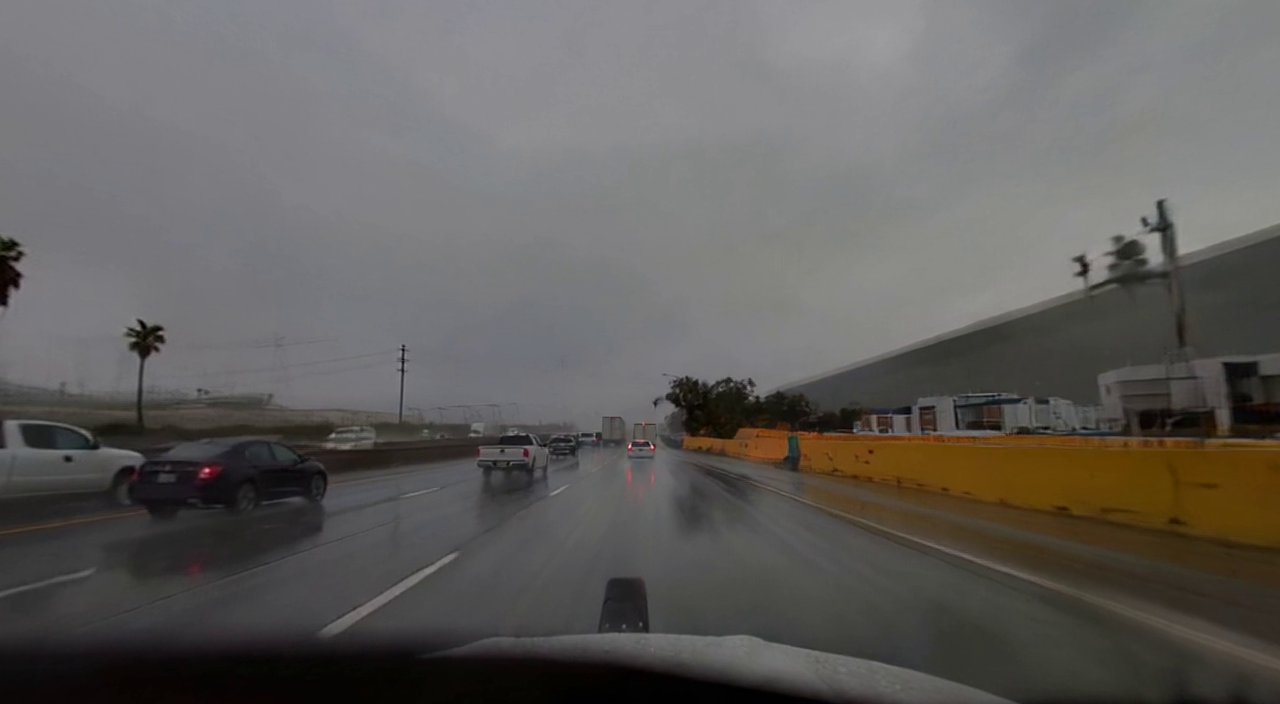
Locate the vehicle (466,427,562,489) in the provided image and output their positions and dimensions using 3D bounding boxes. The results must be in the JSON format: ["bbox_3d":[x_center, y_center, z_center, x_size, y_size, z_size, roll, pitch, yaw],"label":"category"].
[{"bbox_3d":[-3.893,3.376,20.421,2.108,1.740,4.549,0,-8,1],"label":"vehicle"}]

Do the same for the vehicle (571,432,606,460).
[{"bbox_3d":[-3.826,7.136,48.014,2.203,1.958,4.848,0,-8,1],"label":"vehicle"}]

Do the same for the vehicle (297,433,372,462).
[{"bbox_3d":[-19.473,6.088,40.498,2.059,1.710,5.208,-1,-8,3],"label":"vehicle"}]

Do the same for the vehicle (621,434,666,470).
[{"bbox_3d":[0.174,5.098,32.253,2.136,1.678,4.052,0,-8,0],"label":"vehicle"}]

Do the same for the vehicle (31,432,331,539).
[{"bbox_3d":[-7.539,2.195,11.101,1.949,1.476,4.410,0,-8,0],"label":"vehicle"}]
